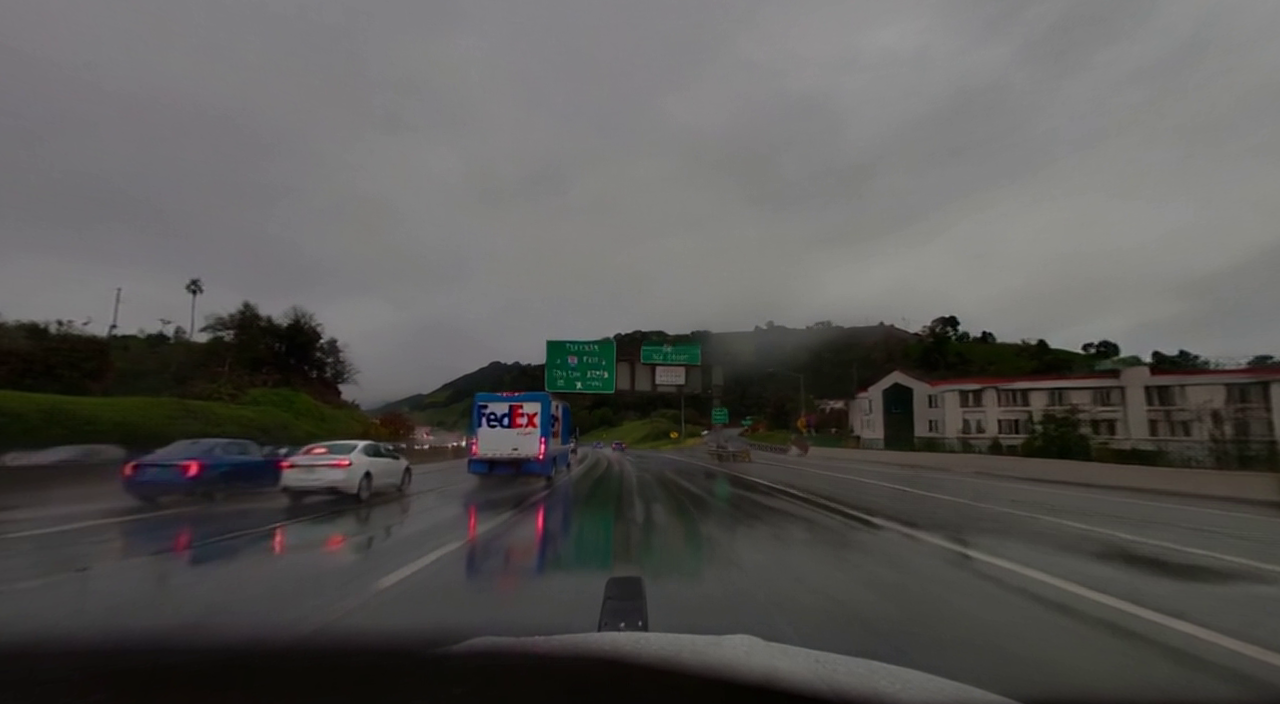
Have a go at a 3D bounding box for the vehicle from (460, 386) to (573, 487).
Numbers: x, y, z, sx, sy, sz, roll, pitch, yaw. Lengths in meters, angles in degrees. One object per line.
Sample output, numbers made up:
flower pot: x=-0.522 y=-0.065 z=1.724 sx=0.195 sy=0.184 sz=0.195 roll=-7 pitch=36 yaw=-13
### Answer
vehicle: x=-4.346 y=3.223 z=23.986 sx=2.798 sy=3.212 sz=7.573 roll=0 pitch=-8 yaw=0

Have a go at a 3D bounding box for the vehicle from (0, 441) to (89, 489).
vehicle: x=-20.447 y=3.573 z=20.152 sx=1.837 sy=1.467 sz=4.280 roll=0 pitch=-8 yaw=-1

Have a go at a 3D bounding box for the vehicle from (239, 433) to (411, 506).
vehicle: x=-7.939 y=2.970 z=16.543 sx=2.143 sy=1.628 sz=4.559 roll=0 pitch=-8 yaw=0

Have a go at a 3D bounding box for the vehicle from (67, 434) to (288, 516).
vehicle: x=-11.496 y=3.006 z=16.267 sx=2.021 sy=1.669 sz=4.794 roll=3 pitch=-7 yaw=0

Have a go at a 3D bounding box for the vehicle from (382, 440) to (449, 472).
vehicle: x=-12.044 y=5.584 z=34.144 sx=1.981 sy=1.607 sz=4.703 roll=0 pitch=-8 yaw=-1
